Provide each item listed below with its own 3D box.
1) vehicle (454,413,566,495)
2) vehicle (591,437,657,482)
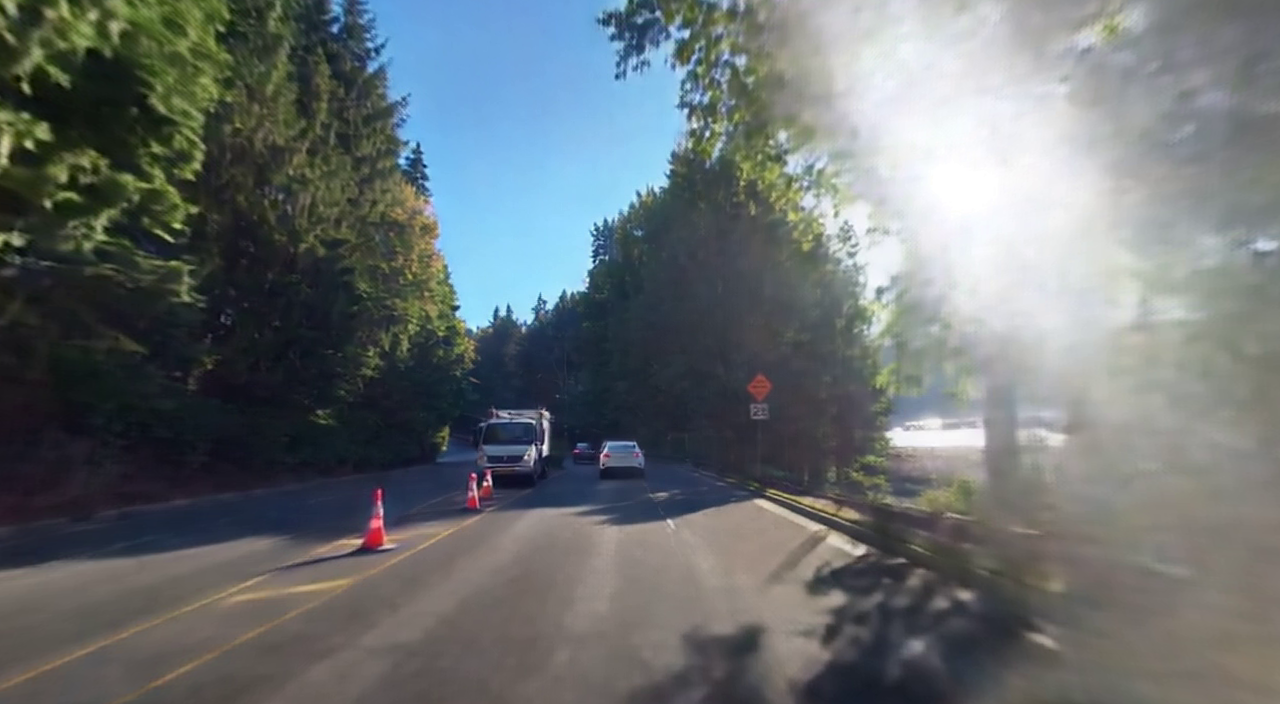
[{"bbox_3d":[-3.657,3.054,19.173,2.671,2.053,6.074,1,-8,-6],"label":"vehicle"},{"bbox_3d":[-0.634,3.901,23.250,2.186,1.463,4.356,0,-8,-3],"label":"vehicle"}]
